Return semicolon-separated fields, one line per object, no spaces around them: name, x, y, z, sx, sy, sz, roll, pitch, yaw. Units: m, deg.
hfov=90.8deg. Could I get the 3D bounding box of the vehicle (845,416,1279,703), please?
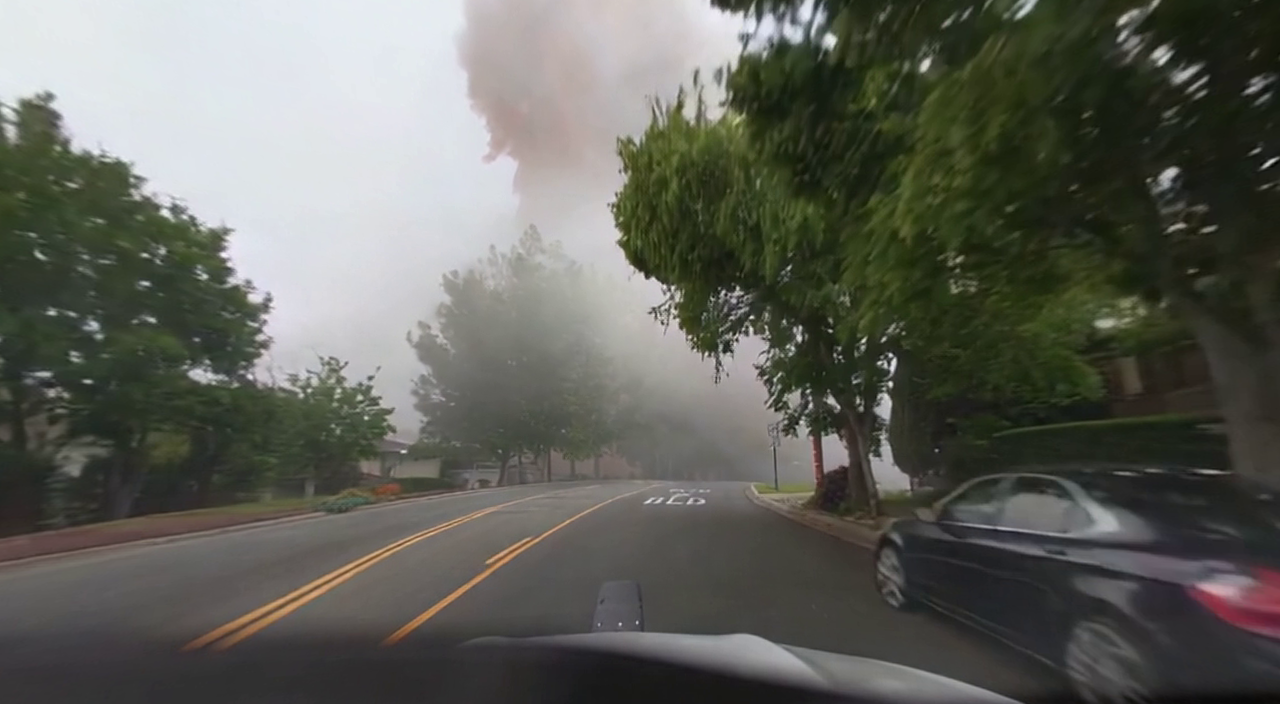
vehicle;3.108;1.249;3.847;1.965;1.486;4.582;0;-10;-3
